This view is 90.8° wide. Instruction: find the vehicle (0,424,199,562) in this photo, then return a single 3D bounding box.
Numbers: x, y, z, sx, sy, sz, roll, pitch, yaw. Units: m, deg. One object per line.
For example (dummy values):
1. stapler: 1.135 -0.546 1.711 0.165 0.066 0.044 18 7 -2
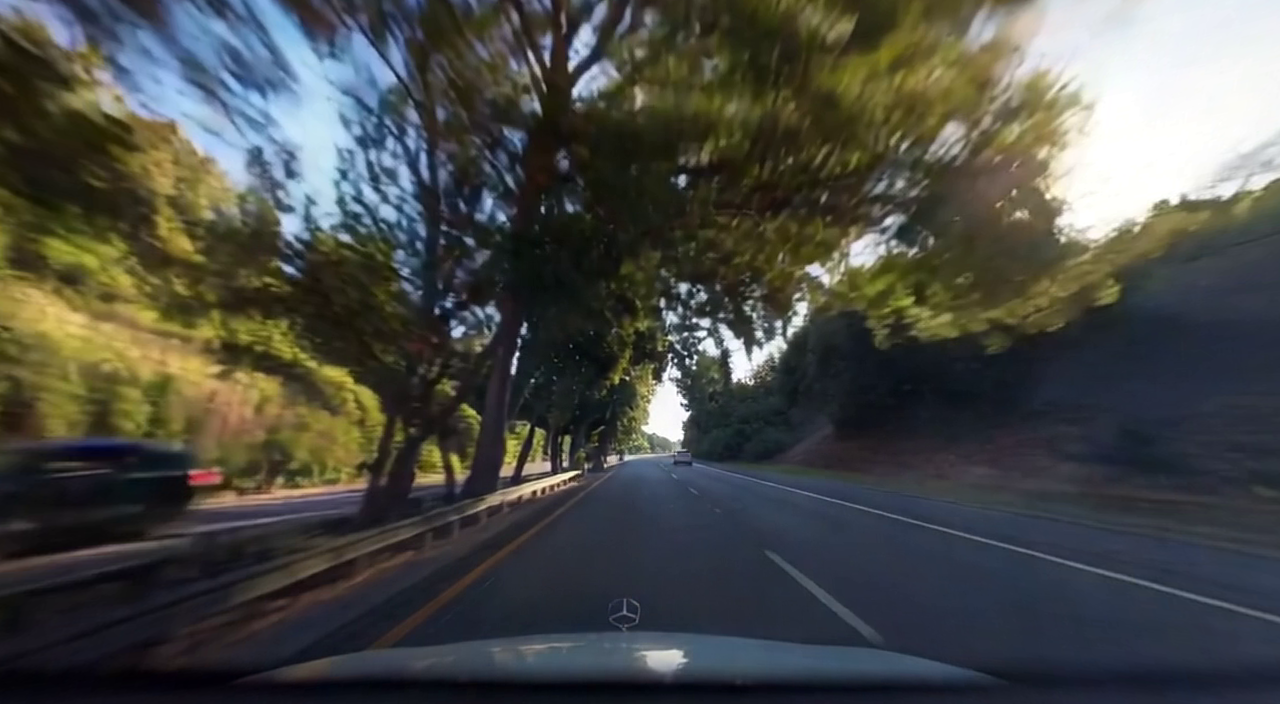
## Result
1. vehicle: -9.302 2.014 9.453 2.177 1.747 4.436 0 -9 0
